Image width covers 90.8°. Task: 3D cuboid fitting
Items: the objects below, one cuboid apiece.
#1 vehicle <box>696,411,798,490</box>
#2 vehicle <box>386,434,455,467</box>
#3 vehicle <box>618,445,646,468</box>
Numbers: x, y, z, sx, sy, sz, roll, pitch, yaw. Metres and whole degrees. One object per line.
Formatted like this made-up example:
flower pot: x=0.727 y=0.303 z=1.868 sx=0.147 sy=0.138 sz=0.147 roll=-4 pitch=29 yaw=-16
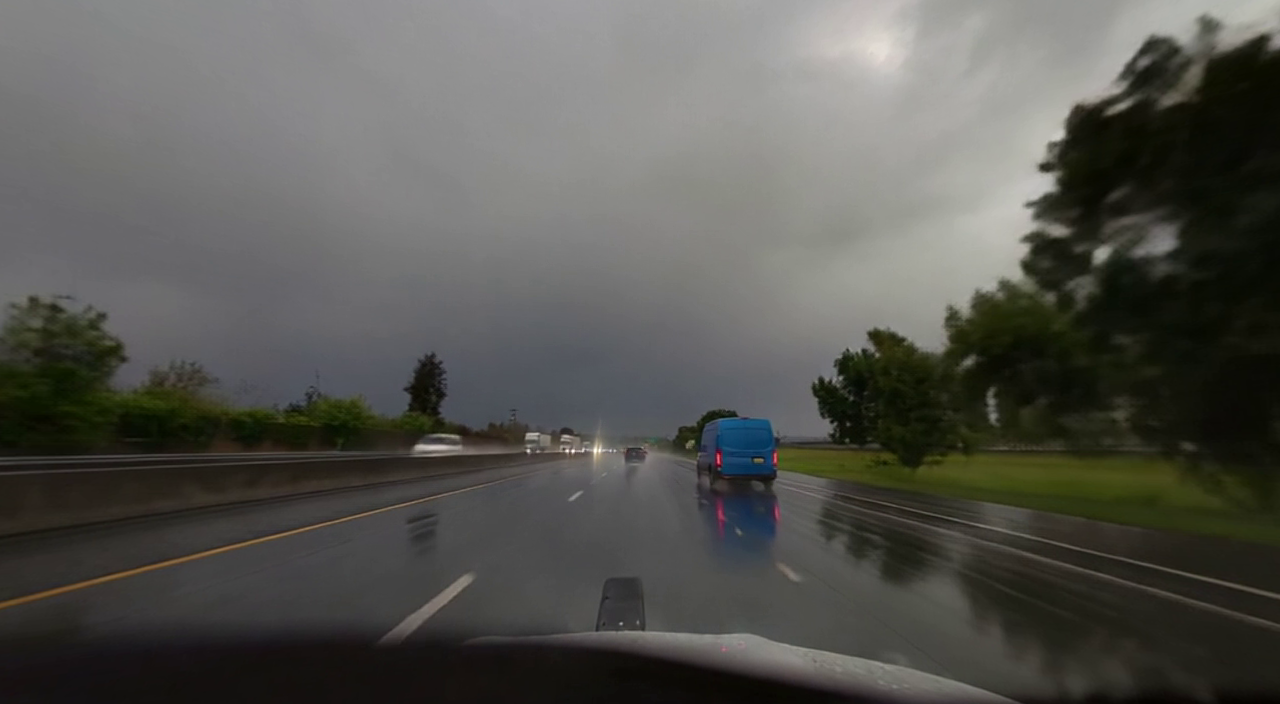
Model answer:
vehicle: x=3.753 y=3.703 z=23.787 sx=2.552 sy=2.524 sz=6.630 roll=0 pitch=-9 yaw=-1
vehicle: x=-12.096 y=5.477 z=35.176 sx=2.051 sy=1.706 sz=4.868 roll=0 pitch=-9 yaw=0
vehicle: x=-0.589 y=8.237 z=49.779 sx=2.069 sy=1.666 sz=4.338 roll=0 pitch=-9 yaw=0
